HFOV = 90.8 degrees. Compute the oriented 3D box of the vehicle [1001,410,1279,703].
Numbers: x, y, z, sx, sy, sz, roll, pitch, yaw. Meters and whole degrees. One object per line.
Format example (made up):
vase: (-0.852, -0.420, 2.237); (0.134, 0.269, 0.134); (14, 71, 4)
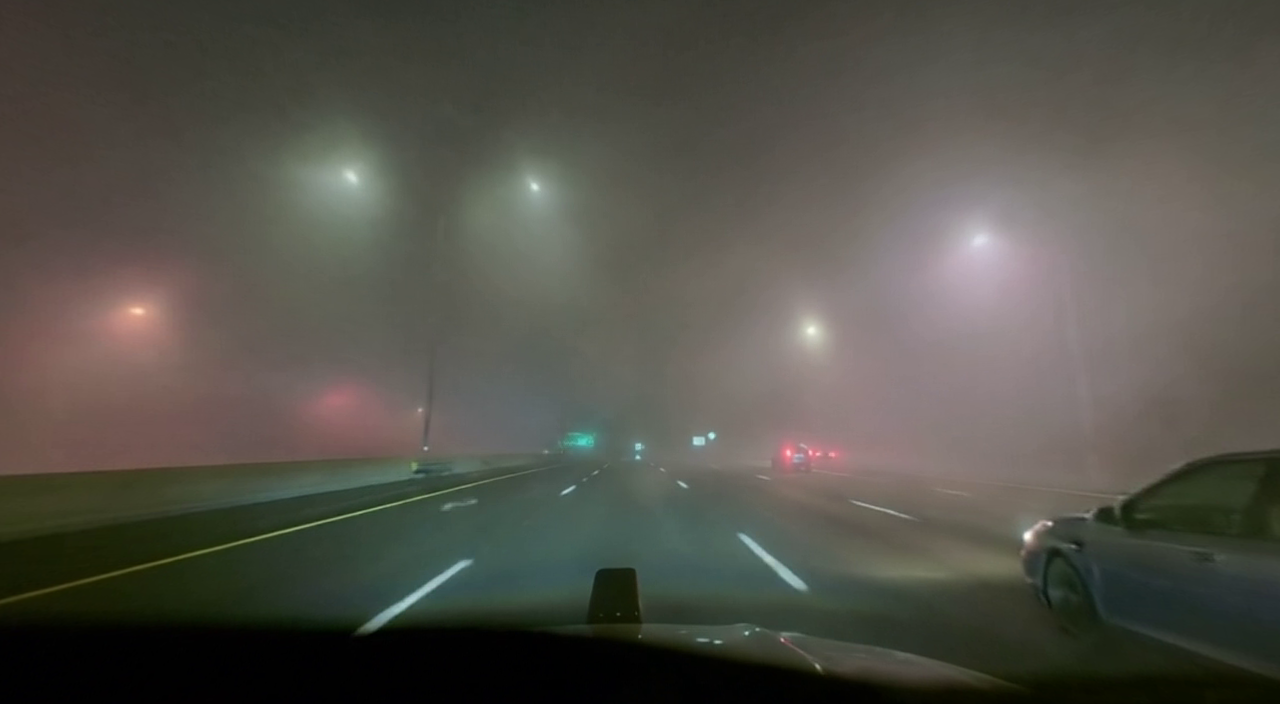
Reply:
vehicle: (3.852, 0.924, 2.243); (2.217, 1.477, 4.817); (0, -8, -1)
